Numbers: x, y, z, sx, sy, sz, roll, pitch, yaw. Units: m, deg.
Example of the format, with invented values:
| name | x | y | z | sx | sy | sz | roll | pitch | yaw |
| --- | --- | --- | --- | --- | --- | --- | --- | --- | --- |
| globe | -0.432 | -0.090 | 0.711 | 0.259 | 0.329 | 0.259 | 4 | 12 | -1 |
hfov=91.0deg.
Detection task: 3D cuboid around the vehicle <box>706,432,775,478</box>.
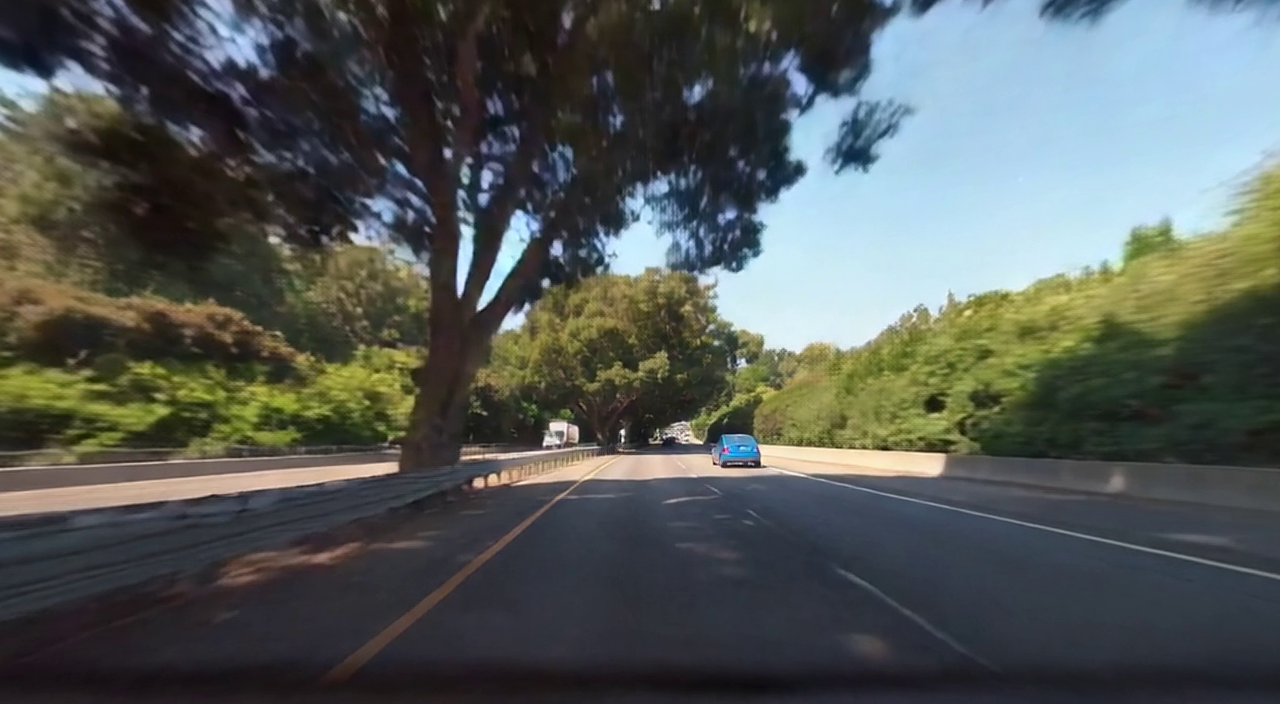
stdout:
| name | x | y | z | sx | sy | sz | roll | pitch | yaw |
| --- | --- | --- | --- | --- | --- | --- | --- | --- | --- |
| vehicle | 3.941 | 4.090 | 25.370 | 2.022 | 1.663 | 4.245 | 0 | -8 | -1 |
